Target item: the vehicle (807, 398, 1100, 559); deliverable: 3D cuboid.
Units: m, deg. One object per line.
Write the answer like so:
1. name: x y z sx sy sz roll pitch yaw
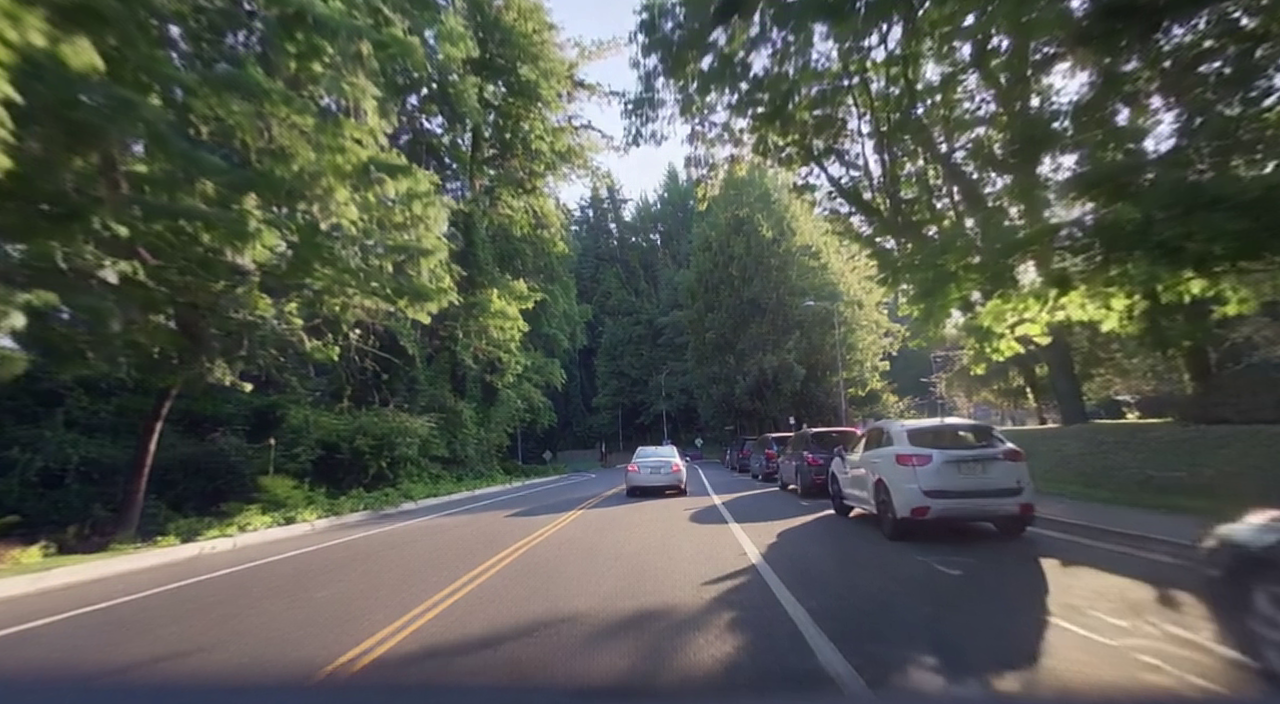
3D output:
1. vehicle: 4.169 1.765 9.541 2.066 1.804 4.751 0 -8 2

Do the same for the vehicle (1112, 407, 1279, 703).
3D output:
1. vehicle: 4.051 0.810 1.657 1.992 1.469 4.823 0 -8 2

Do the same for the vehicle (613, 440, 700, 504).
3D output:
1. vehicle: 0.475 3.175 17.237 2.078 1.521 4.058 0 -8 2
